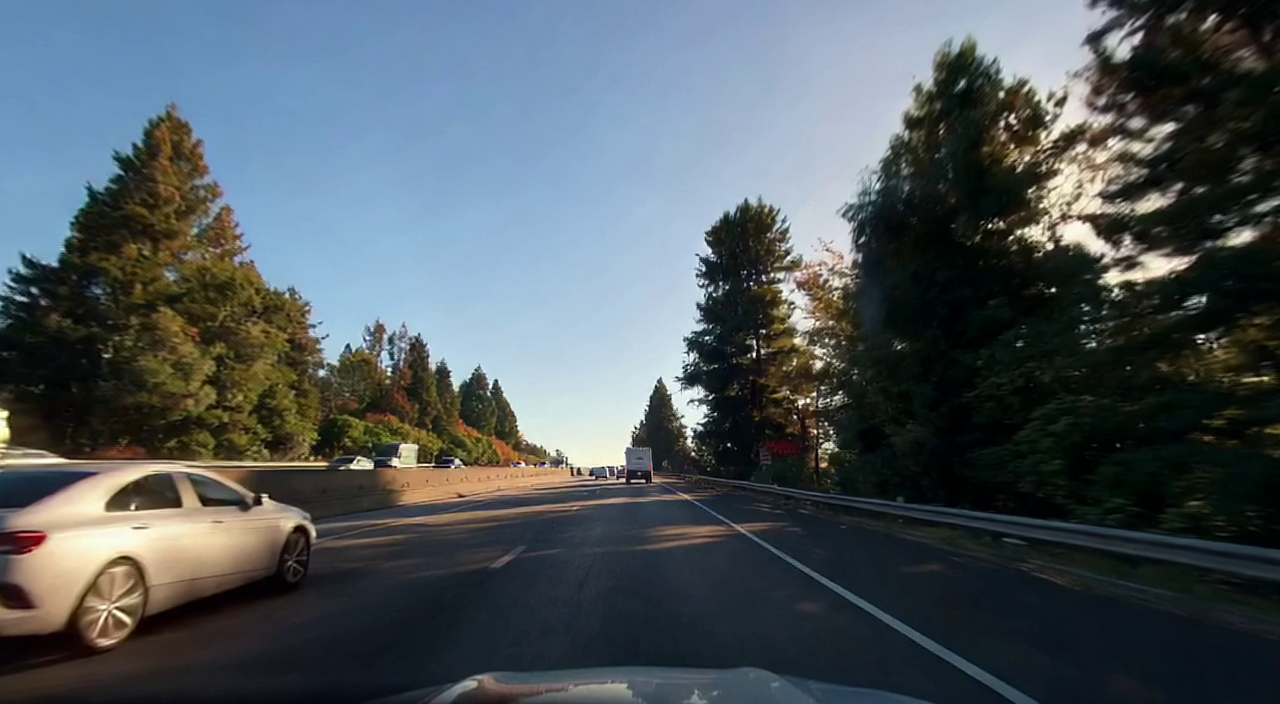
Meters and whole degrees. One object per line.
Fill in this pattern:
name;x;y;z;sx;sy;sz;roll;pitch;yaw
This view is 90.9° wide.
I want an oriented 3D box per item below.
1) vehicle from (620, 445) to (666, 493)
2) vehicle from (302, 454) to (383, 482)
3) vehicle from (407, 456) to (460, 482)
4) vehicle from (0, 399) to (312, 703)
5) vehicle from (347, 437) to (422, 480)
vehicle;0.151;6.884;37.179;2.482;2.549;5.447;1;-11;0
vehicle;-17.090;6.732;36.471;2.354;1.461;4.828;1;-11;-1
vehicle;-13.029;7.451;40.052;1.871;1.478;4.406;1;-11;0
vehicle;-4.262;1.212;4.091;2.100;1.605;3.883;1;-11;0
vehicle;-17.322;7.342;43.119;2.544;2.700;5.950;1;-11;0
